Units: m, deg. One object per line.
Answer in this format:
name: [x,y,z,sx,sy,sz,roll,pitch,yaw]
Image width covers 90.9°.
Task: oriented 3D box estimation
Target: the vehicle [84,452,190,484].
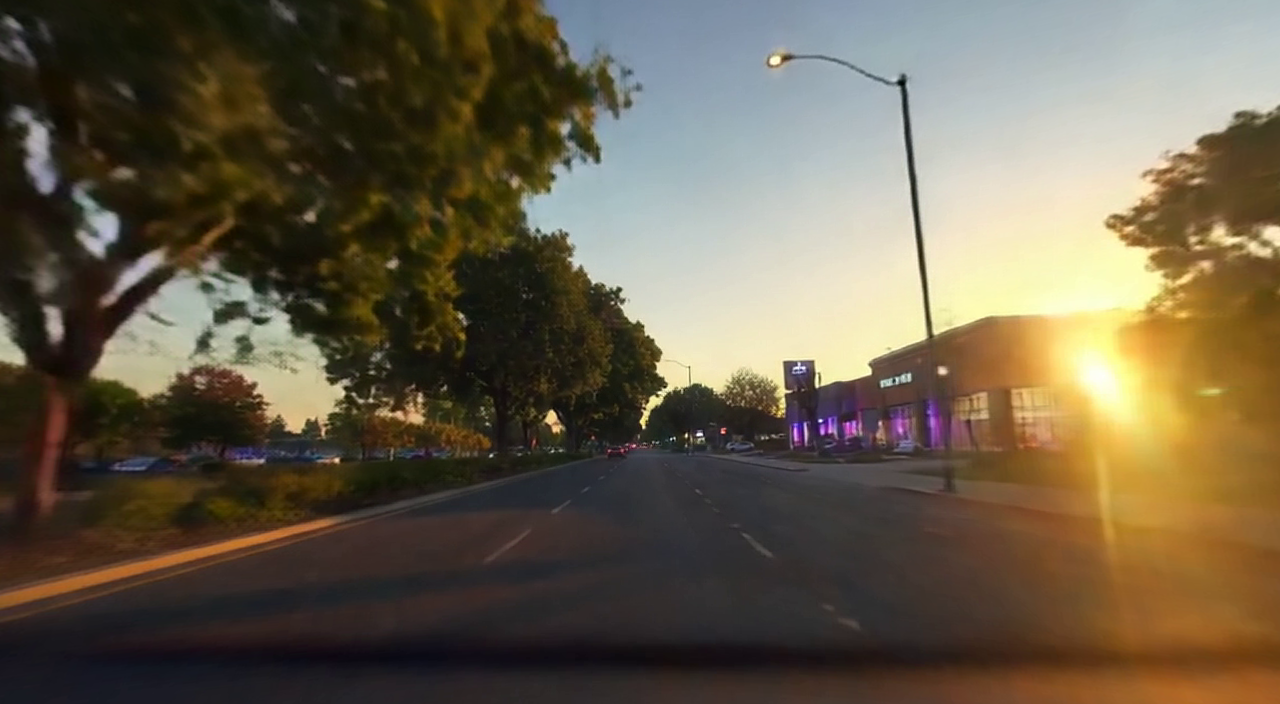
vehicle: [-26.238,6.045,33.108,1.850,1.477,4.492,0,-8,0]
